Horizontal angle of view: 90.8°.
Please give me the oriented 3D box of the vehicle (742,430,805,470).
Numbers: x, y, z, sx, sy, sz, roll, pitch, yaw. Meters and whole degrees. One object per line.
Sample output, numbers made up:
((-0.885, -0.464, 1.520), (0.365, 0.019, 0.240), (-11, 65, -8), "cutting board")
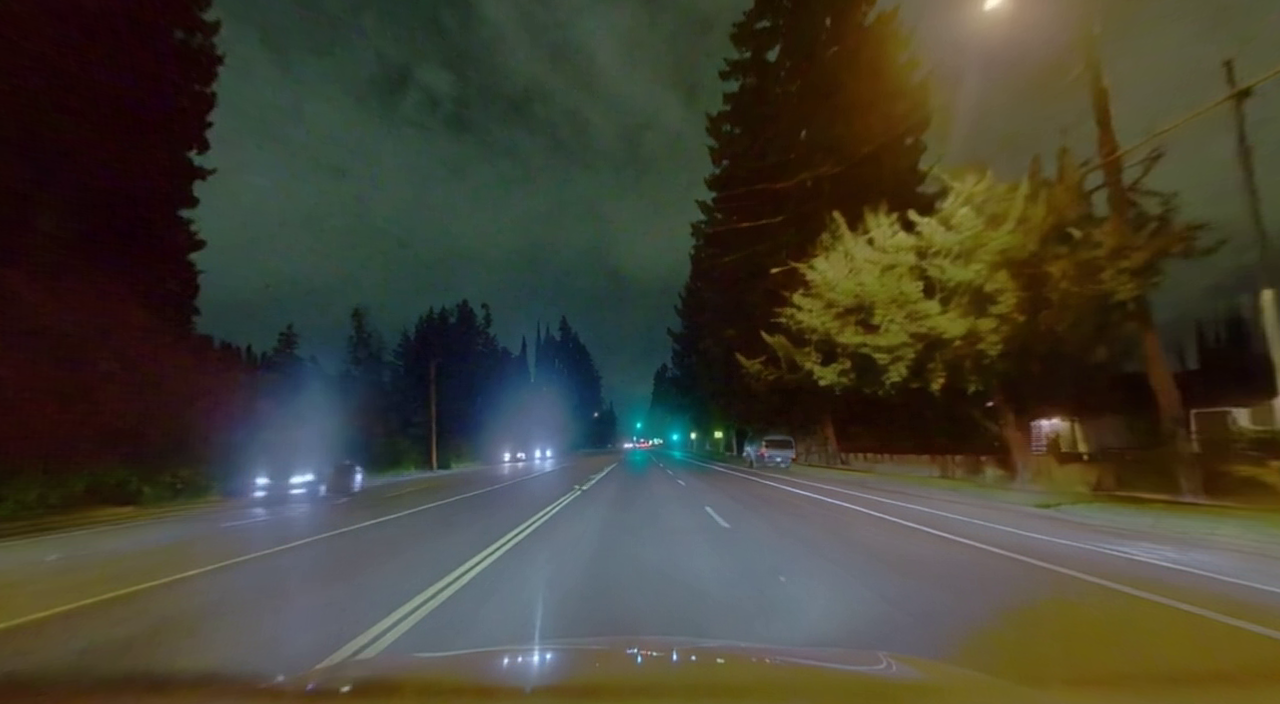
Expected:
((7.533, 5.632, 36.437), (2.278, 2.079, 5.861), (0, -8, -1), "vehicle")

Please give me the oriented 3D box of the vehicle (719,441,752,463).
((7.494, 7.899, 49.921), (1.965, 1.623, 4.096), (0, -9, 1), "vehicle")

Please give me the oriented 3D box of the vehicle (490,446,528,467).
((-10.010, 8.045, 48.660), (1.958, 1.524, 4.314), (0, -8, 0), "vehicle")

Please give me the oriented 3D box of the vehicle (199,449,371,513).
((-9.562, 3.479, 17.590), (2.061, 1.490, 4.637), (0, -8, 1), "vehicle")
